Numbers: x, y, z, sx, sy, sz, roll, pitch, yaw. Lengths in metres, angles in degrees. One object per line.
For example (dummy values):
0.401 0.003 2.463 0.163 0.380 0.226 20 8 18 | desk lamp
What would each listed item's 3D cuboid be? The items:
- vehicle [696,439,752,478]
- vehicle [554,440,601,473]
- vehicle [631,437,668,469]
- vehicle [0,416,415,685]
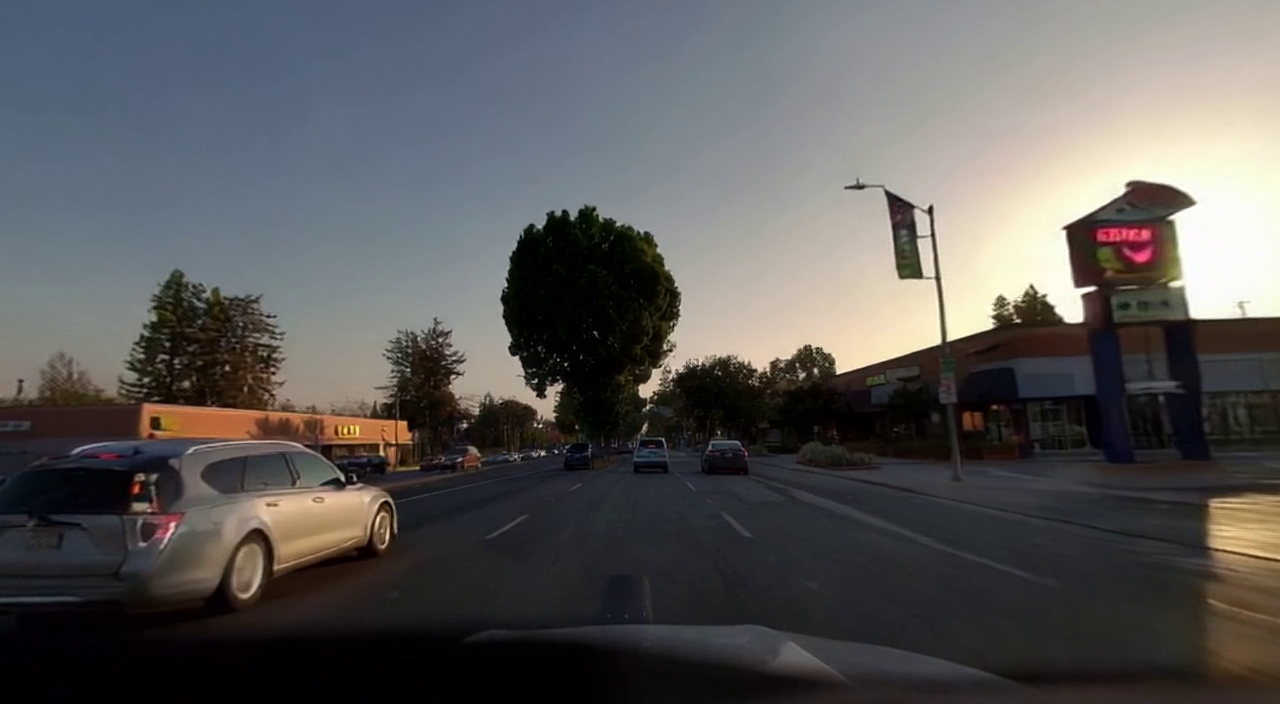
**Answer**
3.619 4.658 27.753 1.922 1.579 3.642 0 -9 -1 | vehicle
-3.349 5.679 34.482 2.026 1.665 4.193 0 -9 2 | vehicle
0.567 6.316 39.378 2.193 1.873 4.033 0 -9 0 | vehicle
-3.871 1.435 5.767 1.908 1.481 4.351 0 -9 1 | vehicle
